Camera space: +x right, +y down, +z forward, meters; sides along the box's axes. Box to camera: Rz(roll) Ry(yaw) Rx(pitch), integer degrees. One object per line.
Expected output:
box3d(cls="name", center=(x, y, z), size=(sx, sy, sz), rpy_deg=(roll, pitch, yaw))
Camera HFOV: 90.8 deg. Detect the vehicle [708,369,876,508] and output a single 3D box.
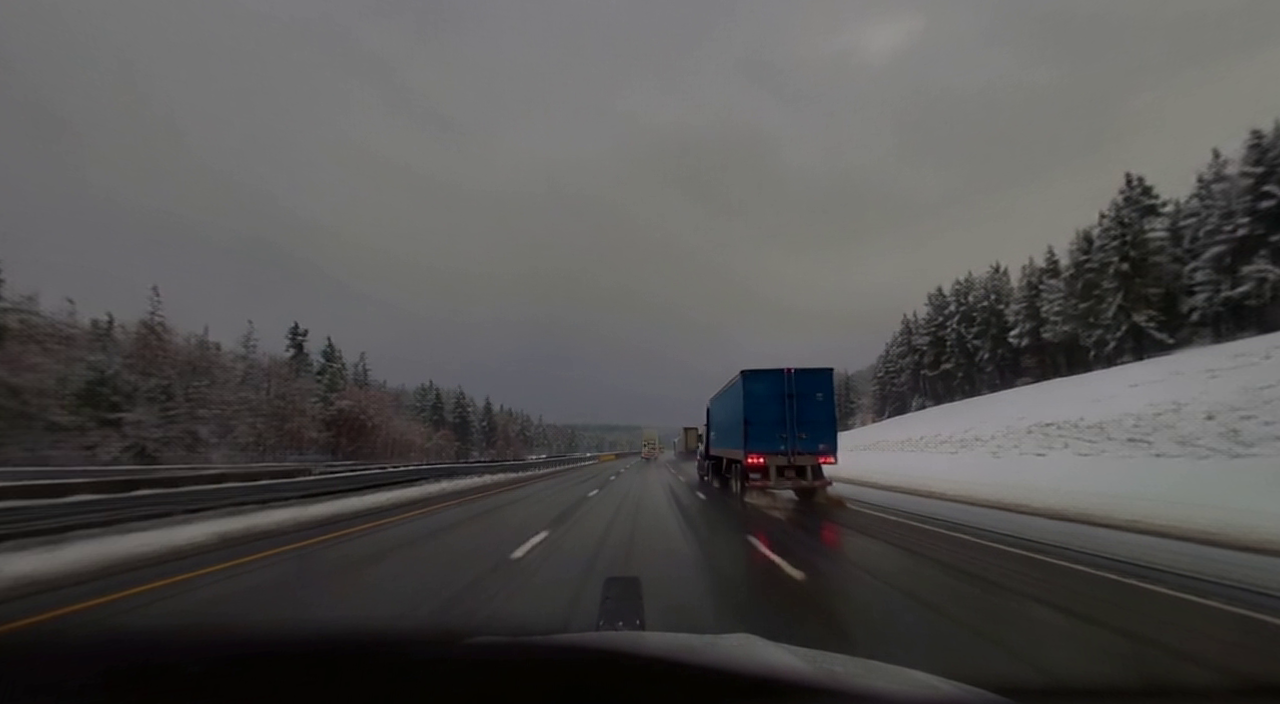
box3d(cls="vehicle", center=(4.181, 2.772, 19.898), size=(2.960, 3.381, 8.914), rpy_deg=(0, -9, -1))
